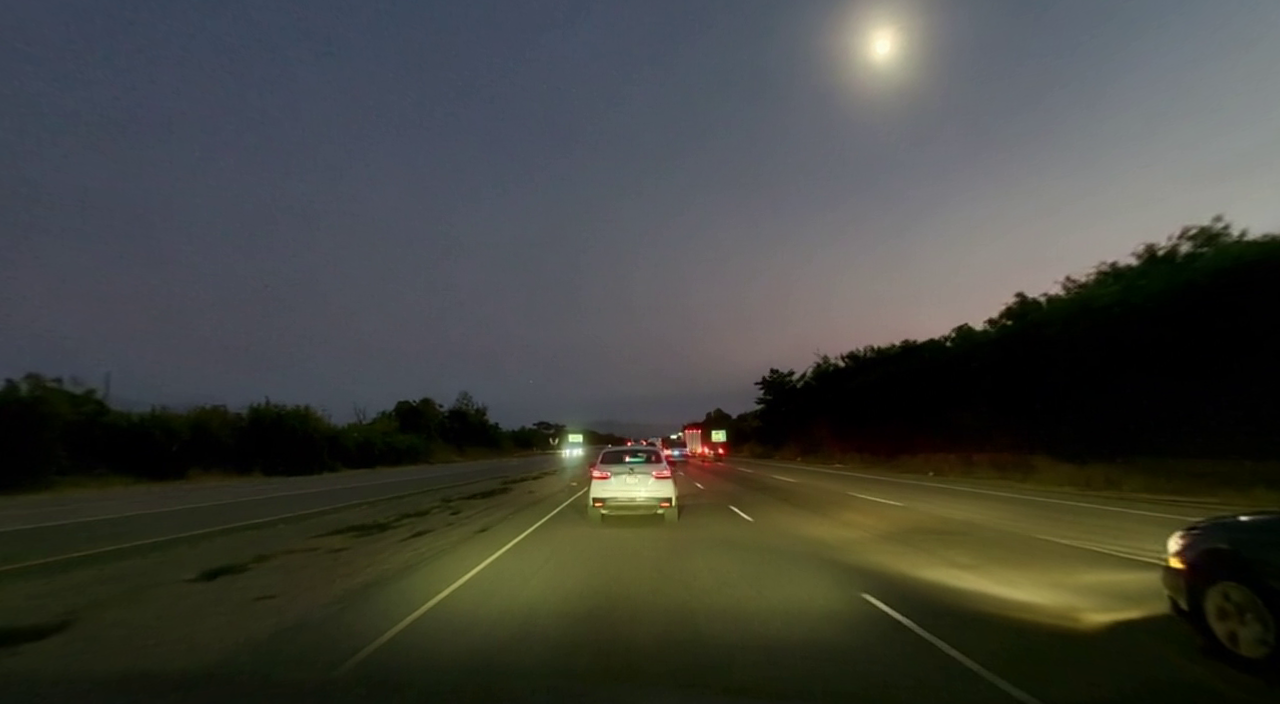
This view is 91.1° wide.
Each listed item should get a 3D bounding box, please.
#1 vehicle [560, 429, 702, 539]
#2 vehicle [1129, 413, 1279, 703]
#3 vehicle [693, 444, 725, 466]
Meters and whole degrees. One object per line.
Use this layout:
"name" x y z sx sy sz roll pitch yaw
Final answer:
"vehicle" -0.141 2.228 11.153 2.088 1.580 3.657 0 -9 0
"vehicle" 3.992 0.819 1.790 1.937 1.422 4.057 -1 -9 1
"vehicle" 5.178 7.766 47.503 1.931 1.516 3.995 0 -9 0
